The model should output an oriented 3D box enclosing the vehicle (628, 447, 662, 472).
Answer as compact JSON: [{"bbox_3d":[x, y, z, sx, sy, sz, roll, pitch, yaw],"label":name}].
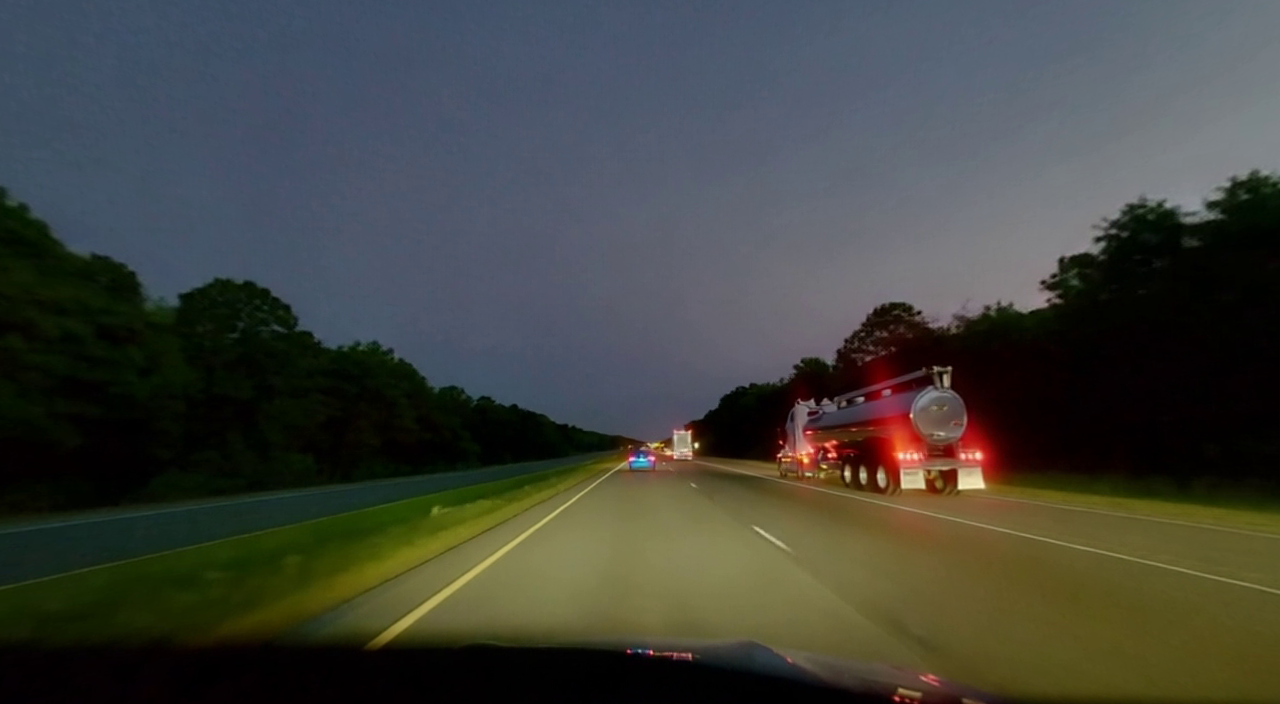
[{"bbox_3d":[0.285,6.419,37.781,1.926,1.386,3.615,0,-9,0],"label":"vehicle"}]
